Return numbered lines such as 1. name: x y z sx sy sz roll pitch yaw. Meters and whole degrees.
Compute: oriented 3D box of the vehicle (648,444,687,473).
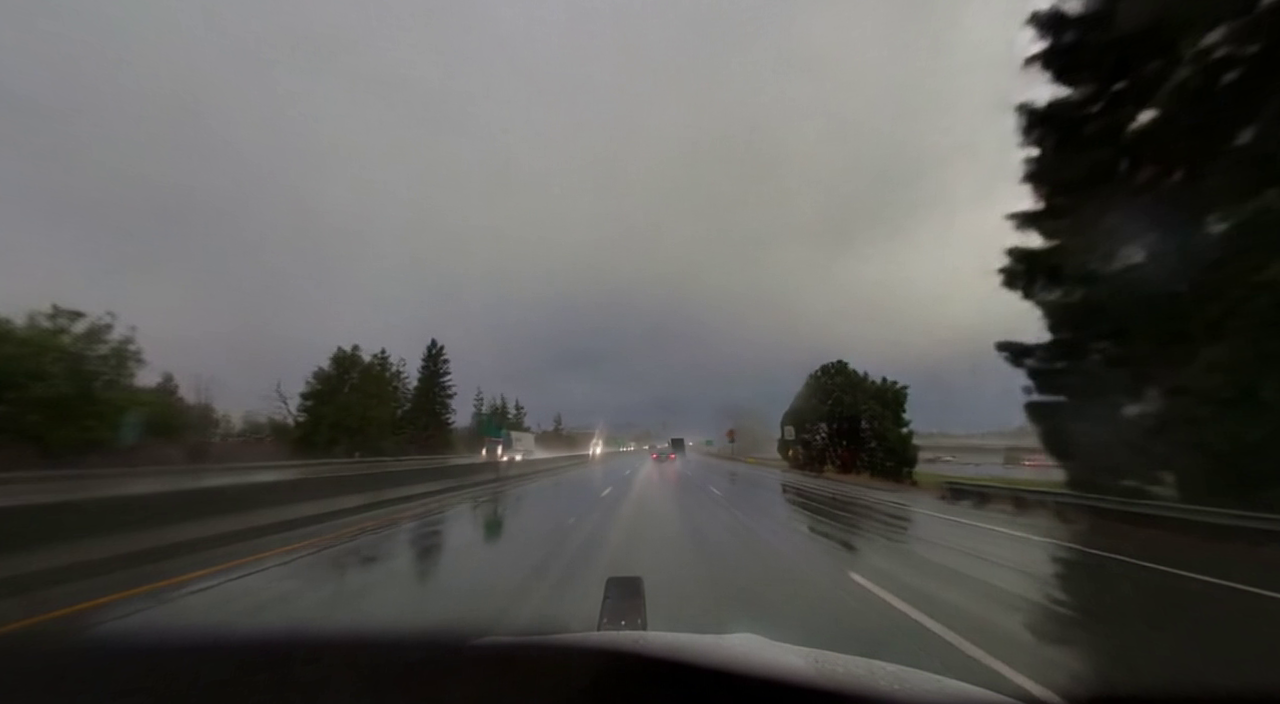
1. vehicle: 1.638 6.583 39.028 2.231 1.652 4.503 0 -9 1
